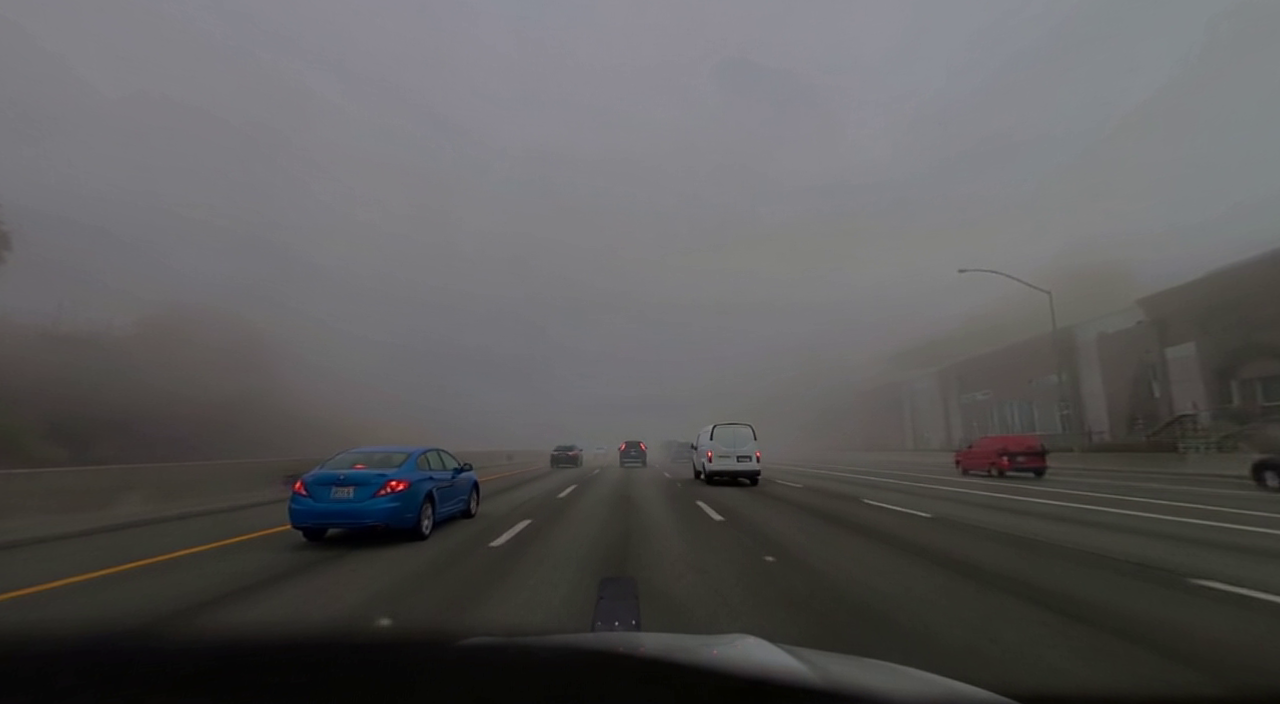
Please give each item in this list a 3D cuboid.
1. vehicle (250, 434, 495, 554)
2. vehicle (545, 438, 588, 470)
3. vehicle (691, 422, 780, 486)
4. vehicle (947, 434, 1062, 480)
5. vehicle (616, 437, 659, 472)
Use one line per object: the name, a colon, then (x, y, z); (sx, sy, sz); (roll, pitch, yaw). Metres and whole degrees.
vehicle: (-3.840, 2.100, 10.095); (1.991, 1.469, 4.381); (0, -9, 0)
vehicle: (-4.497, 6.308, 39.184); (2.109, 1.793, 4.613); (0, -9, 0)
vehicle: (3.377, 3.799, 23.770); (2.250, 2.074, 5.723); (0, -9, -2)
vehicle: (15.089, 4.382, 26.520); (2.010, 1.721, 4.871); (0, -9, 2)
vehicle: (-0.177, 5.552, 34.276); (2.212, 1.786, 4.198); (0, -9, -1)
